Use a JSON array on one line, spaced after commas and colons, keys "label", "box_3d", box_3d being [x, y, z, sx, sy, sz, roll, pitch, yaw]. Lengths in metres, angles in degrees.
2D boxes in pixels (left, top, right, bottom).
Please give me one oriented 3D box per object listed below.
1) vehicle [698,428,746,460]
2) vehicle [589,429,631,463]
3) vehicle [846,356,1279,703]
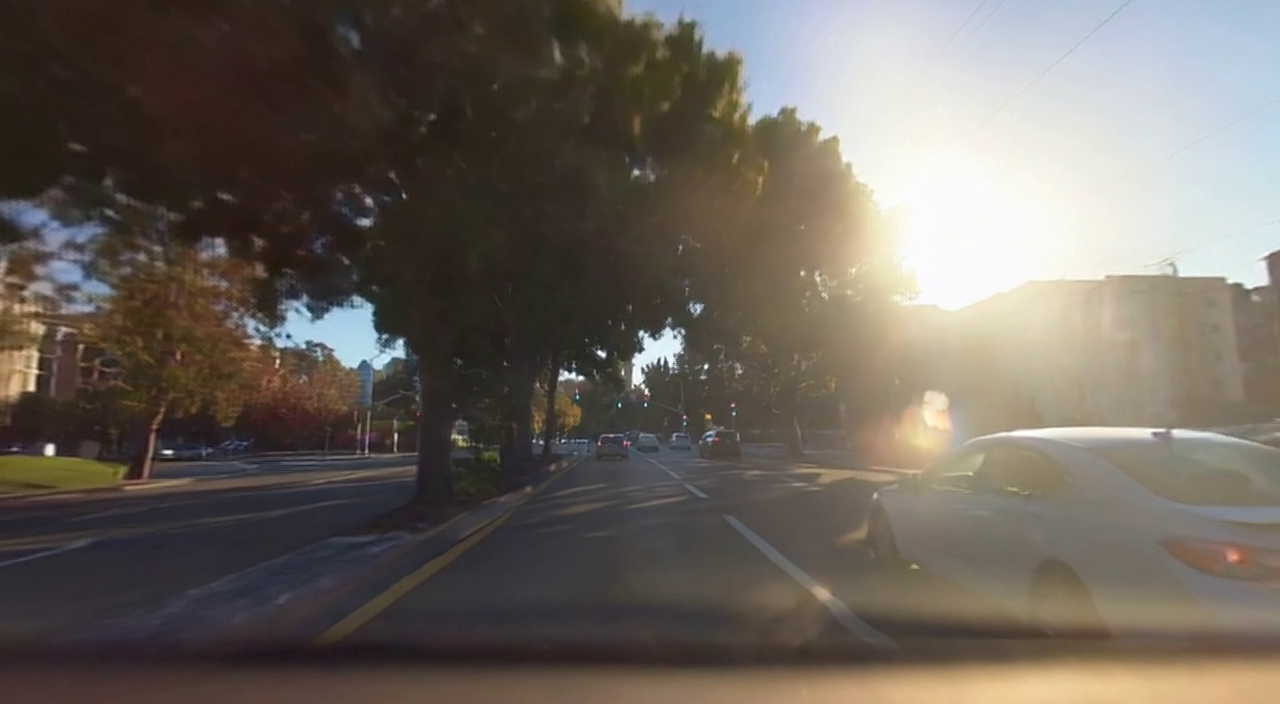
[{"label": "vehicle", "box_3d": [5.246, 5.956, 41.222, 2.052, 1.886, 5.297, 0, -8, -5]}, {"label": "vehicle", "box_3d": [-1.639, 4.994, 33.730, 2.101, 1.641, 4.341, 0, -8, -4]}, {"label": "vehicle", "box_3d": [3.355, 1.142, 4.783, 1.893, 1.664, 4.670, 0, -8, -1]}]
